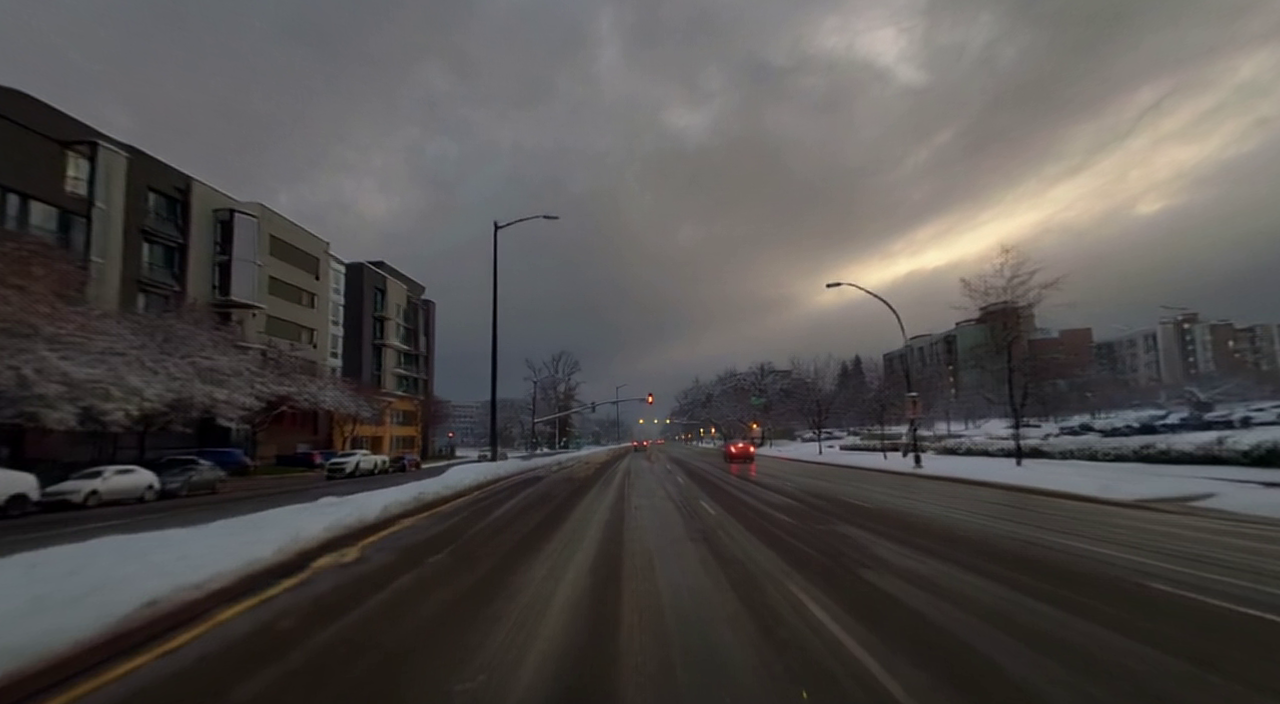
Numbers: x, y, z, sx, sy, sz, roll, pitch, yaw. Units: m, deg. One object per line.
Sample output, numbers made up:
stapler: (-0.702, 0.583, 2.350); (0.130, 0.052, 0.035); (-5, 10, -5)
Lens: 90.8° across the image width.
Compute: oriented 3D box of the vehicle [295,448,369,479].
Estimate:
vehicle: (-18.672, 6.743, 38.606); (2.047, 1.756, 4.844); (0, -9, 0)

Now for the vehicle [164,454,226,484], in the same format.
vehicle: (-25.697, 6.749, 36.634); (2.099, 1.561, 4.013); (4, -9, -24)

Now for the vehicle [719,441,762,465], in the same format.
vehicle: (6.468, 6.566, 41.136); (1.992, 1.447, 4.414); (1, -9, -1)

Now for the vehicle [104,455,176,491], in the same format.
vehicle: (-28.088, 6.765, 35.667); (1.959, 1.677, 4.861); (1, -8, -24)

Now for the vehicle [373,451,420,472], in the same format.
vehicle: (-18.742, 8.422, 48.859); (1.861, 1.499, 4.605); (0, -9, -1)
